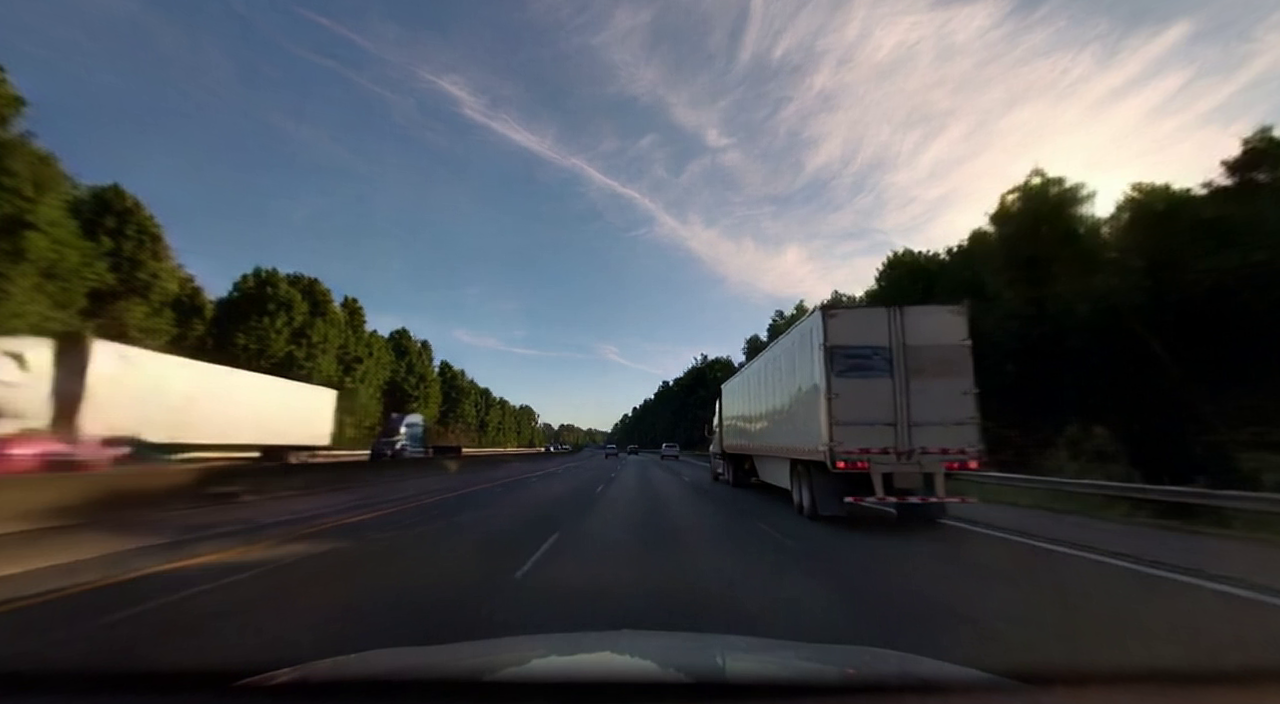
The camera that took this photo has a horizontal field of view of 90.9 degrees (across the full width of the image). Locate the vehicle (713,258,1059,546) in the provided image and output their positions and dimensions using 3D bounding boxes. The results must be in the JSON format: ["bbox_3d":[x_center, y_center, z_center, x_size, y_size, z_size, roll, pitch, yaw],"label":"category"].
[{"bbox_3d":[4.127,1.668,15.372,2.950,4.033,13.276,0,-9,-1],"label":"vehicle"}]
